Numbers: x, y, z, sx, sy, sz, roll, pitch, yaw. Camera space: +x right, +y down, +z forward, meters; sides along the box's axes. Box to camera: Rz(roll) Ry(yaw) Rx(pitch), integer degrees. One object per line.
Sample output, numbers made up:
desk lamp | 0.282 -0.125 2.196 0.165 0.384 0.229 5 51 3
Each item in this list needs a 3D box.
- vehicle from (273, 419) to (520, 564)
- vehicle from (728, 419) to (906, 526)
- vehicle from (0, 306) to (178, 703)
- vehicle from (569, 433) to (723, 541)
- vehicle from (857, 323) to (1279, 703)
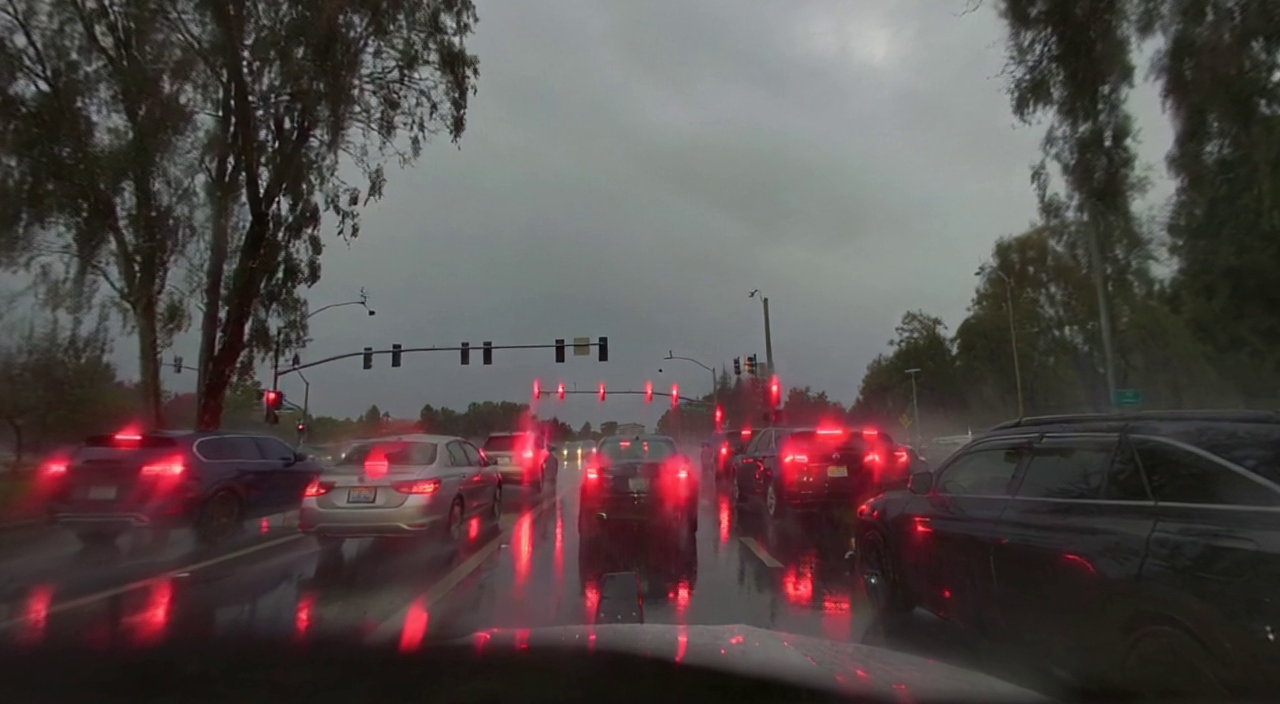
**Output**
vehicle | -3.057 1.836 9.077 1.896 1.546 4.378 0 -8 -1
vehicle | 3.079 2.199 12.008 2.106 1.667 4.101 0 -8 -1
vehicle | -3.200 0.496 0.604 2.079 1.756 4.676 0 -8 -3
vehicle | 0.007 2.102 10.429 2.076 1.438 3.770 0 -8 -2
vehicle | 3.153 0.993 3.736 2.074 1.685 4.387 0 -8 -1
